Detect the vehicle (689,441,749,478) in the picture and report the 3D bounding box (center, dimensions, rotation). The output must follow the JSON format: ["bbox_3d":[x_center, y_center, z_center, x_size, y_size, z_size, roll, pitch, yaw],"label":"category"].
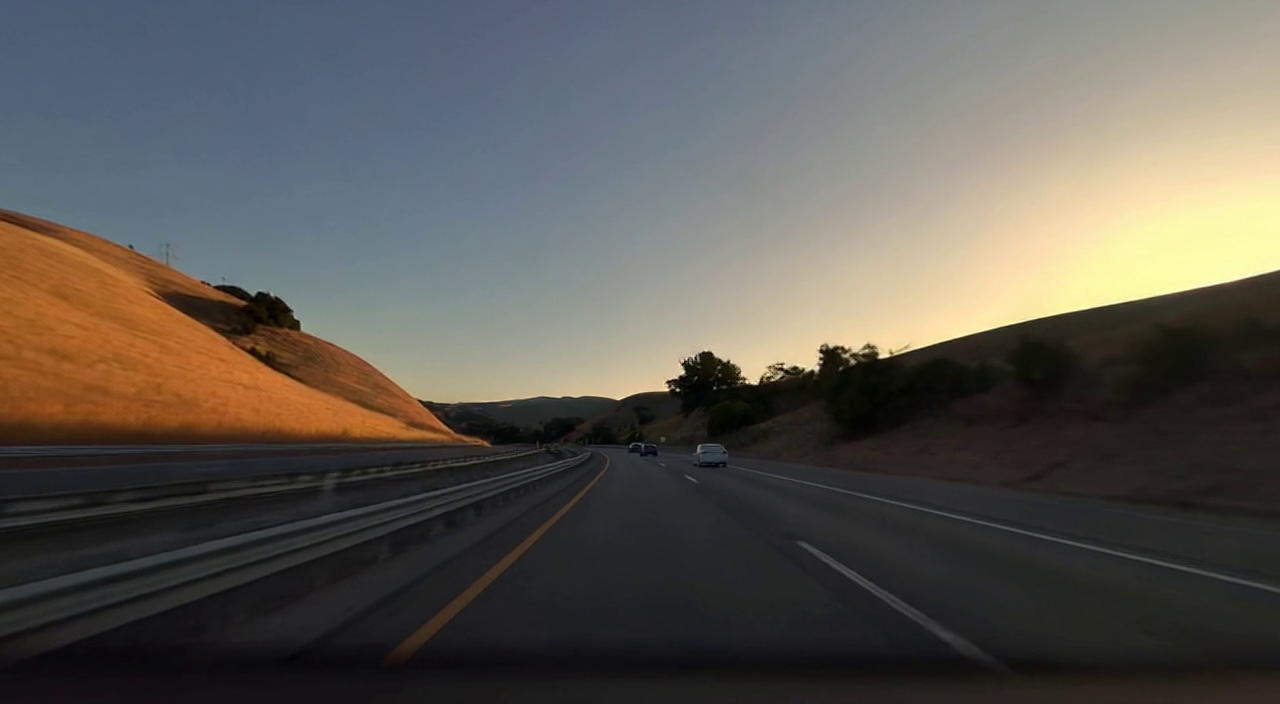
[{"bbox_3d":[3.482,4.799,28.597,1.960,1.516,4.657,0,-8,-2],"label":"vehicle"}]
